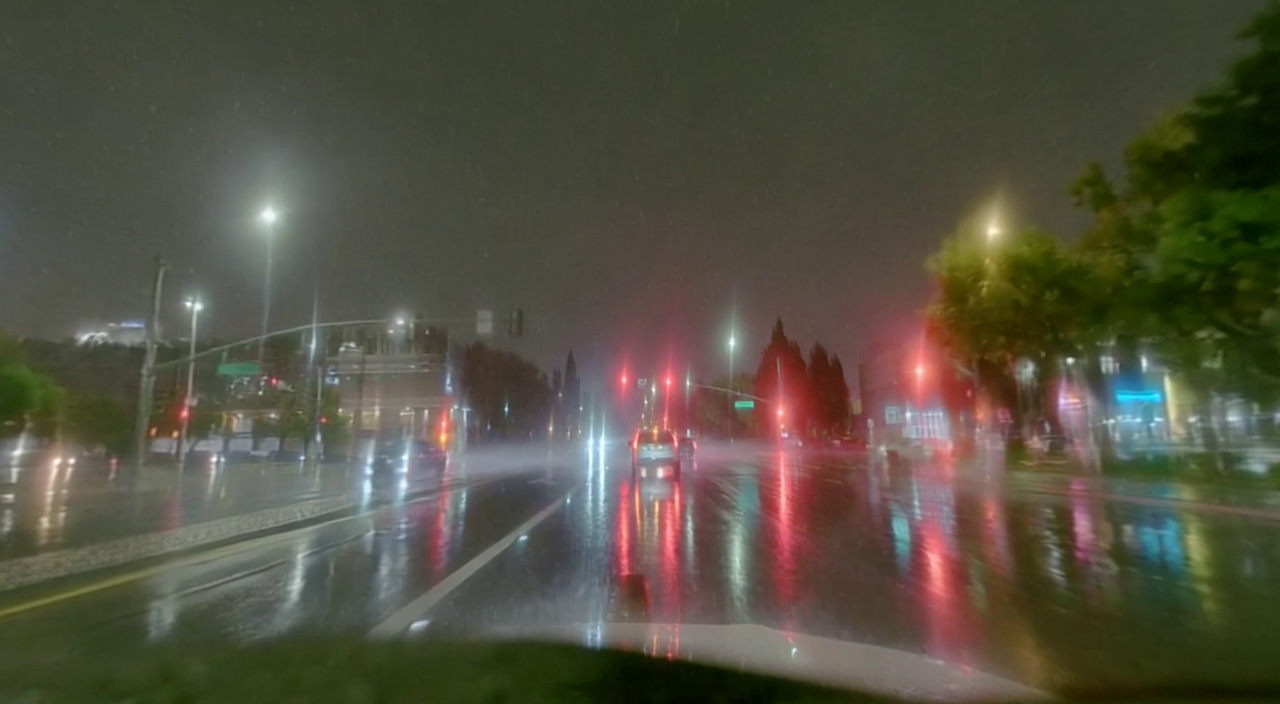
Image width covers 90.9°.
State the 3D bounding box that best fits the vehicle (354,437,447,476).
[{"bbox_3d":[-11.240,4.910,29.967,1.954,1.673,4.460,-2,-8,12],"label":"vehicle"}]

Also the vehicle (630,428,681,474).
[{"bbox_3d":[0.645,4.150,26.604,1.994,1.759,4.186,0,-8,1],"label":"vehicle"}]
